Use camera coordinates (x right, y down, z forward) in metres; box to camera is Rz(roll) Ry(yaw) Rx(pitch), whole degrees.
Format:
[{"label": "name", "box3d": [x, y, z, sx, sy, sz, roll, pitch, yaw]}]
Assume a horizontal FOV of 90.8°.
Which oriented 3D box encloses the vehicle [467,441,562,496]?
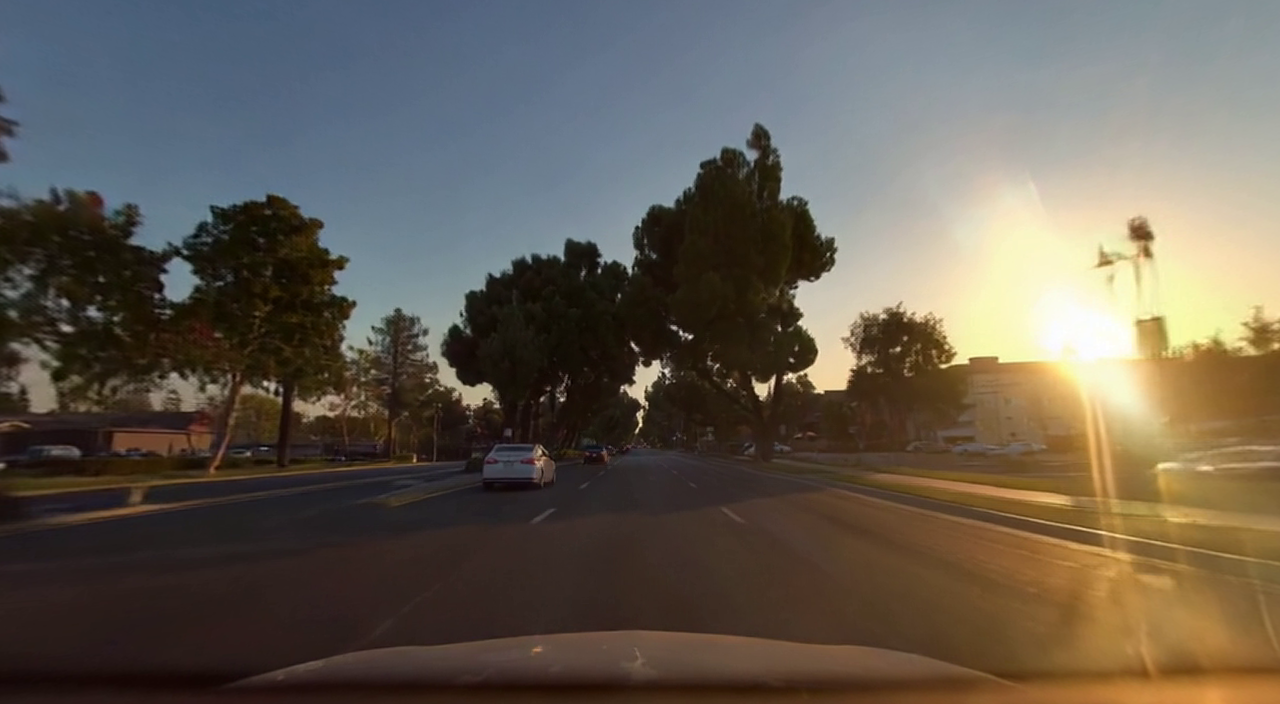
[{"label": "vehicle", "box3d": [-3.679, 3.495, 19.353, 2.003, 1.454, 4.484, 0, -9, 0]}]
